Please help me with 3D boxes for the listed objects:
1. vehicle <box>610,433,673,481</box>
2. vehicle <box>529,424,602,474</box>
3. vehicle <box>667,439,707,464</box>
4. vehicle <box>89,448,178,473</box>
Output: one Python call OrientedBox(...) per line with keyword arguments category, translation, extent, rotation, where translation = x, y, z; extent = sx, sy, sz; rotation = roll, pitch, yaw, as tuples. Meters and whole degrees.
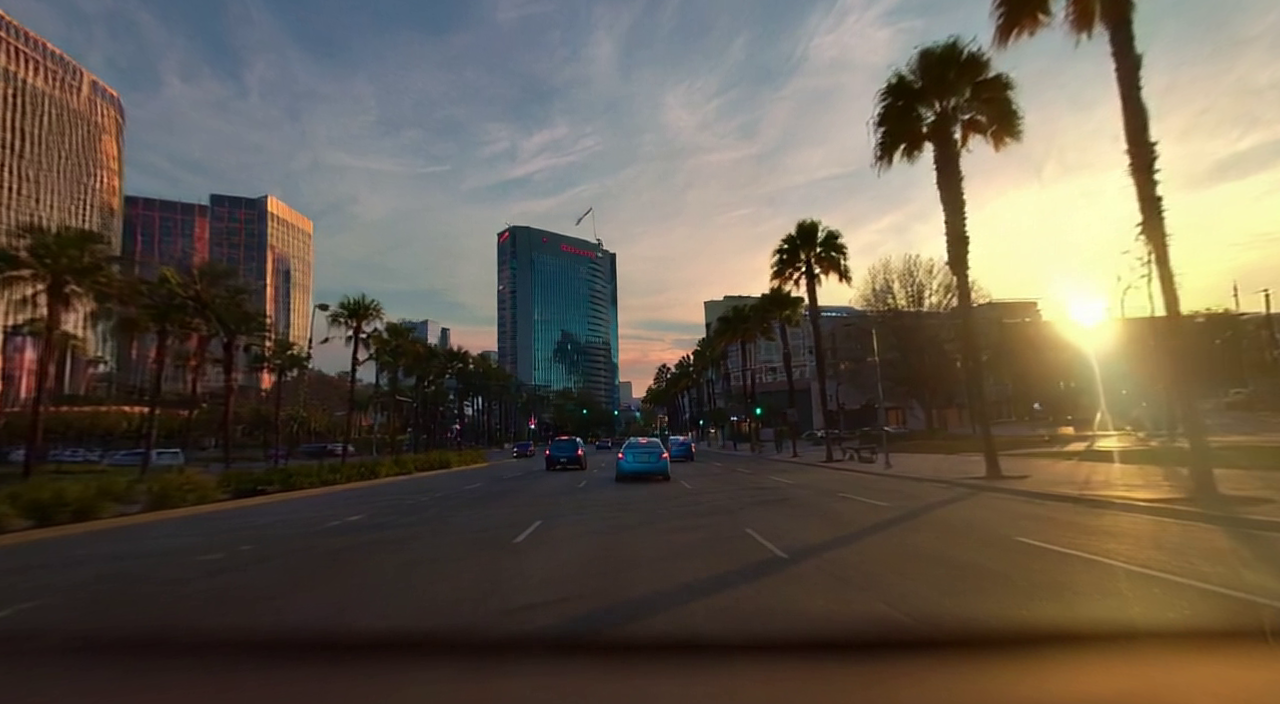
OrientedBox(category="vehicle", translation=(0.012, 3.939, 23.875), extent=(2.160, 1.615, 4.117), rotation=(0, -9, -1))
OrientedBox(category="vehicle", translation=(-3.316, 4.521, 29.514), extent=(2.672, 2.064, 5.681), rotation=(0, -9, 0))
OrientedBox(category="vehicle", translation=(2.895, 6.312, 40.182), extent=(2.085, 1.482, 4.491), rotation=(0, -9, -2))
OrientedBox(category="vehicle", translation=(-34.510, 7.392, 43.210), extent=(4.278, 1.652, 2.100), rotation=(-1, -9, 3))
